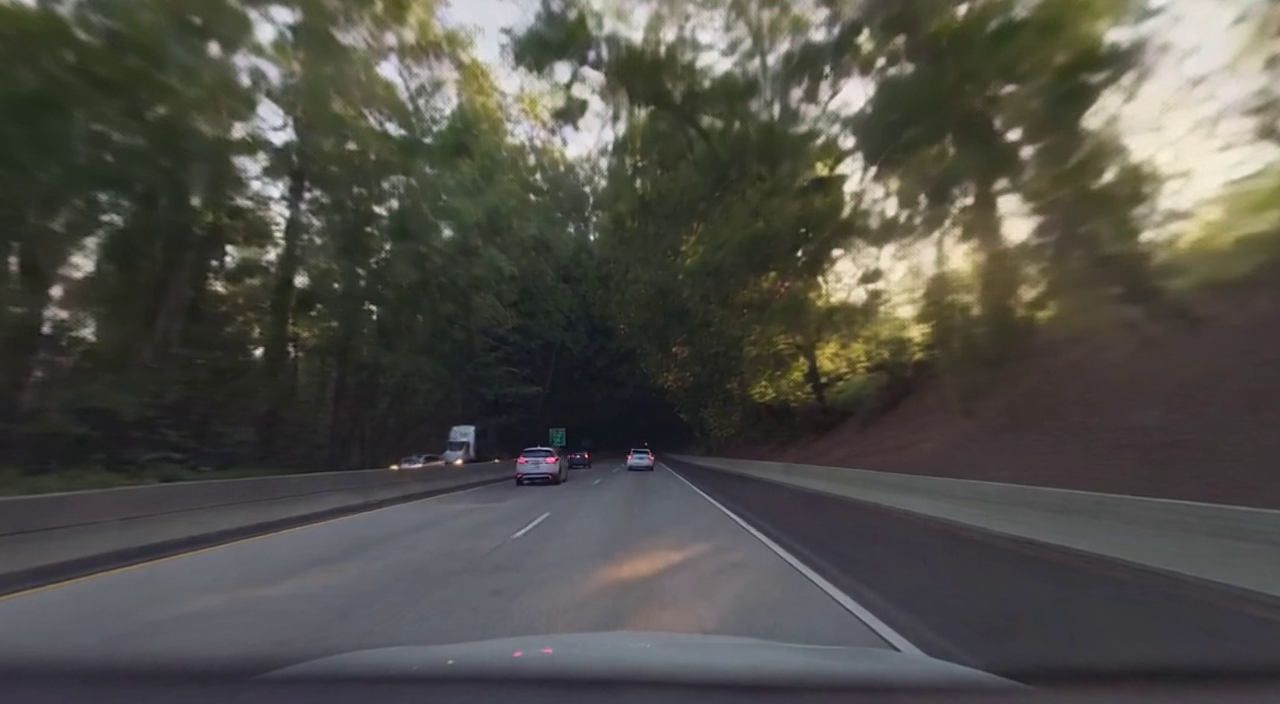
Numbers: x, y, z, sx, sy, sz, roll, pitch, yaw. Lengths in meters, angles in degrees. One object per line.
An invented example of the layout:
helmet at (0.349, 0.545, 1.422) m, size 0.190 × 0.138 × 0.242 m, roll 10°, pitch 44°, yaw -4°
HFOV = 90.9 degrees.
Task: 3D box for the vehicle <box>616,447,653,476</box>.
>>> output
vehicle at (-0.282, 6.165, 35.687) m, size 2.001 × 1.490 × 3.914 m, roll 0°, pitch -9°, yaw 0°

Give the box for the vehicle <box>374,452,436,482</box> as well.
vehicle at (-12.731, 6.225, 34.380) m, size 1.717 × 1.540 × 4.155 m, roll 0°, pitch -9°, yaw 0°

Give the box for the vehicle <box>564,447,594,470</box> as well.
vehicle at (-4.463, 7.842, 46.619) m, size 1.834 × 1.615 × 3.624 m, roll 0°, pitch -9°, yaw 0°

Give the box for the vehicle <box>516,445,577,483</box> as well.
vehicle at (-4.004, 4.869, 27.563) m, size 1.978 × 1.538 × 3.755 m, roll 0°, pitch -9°, yaw 1°
